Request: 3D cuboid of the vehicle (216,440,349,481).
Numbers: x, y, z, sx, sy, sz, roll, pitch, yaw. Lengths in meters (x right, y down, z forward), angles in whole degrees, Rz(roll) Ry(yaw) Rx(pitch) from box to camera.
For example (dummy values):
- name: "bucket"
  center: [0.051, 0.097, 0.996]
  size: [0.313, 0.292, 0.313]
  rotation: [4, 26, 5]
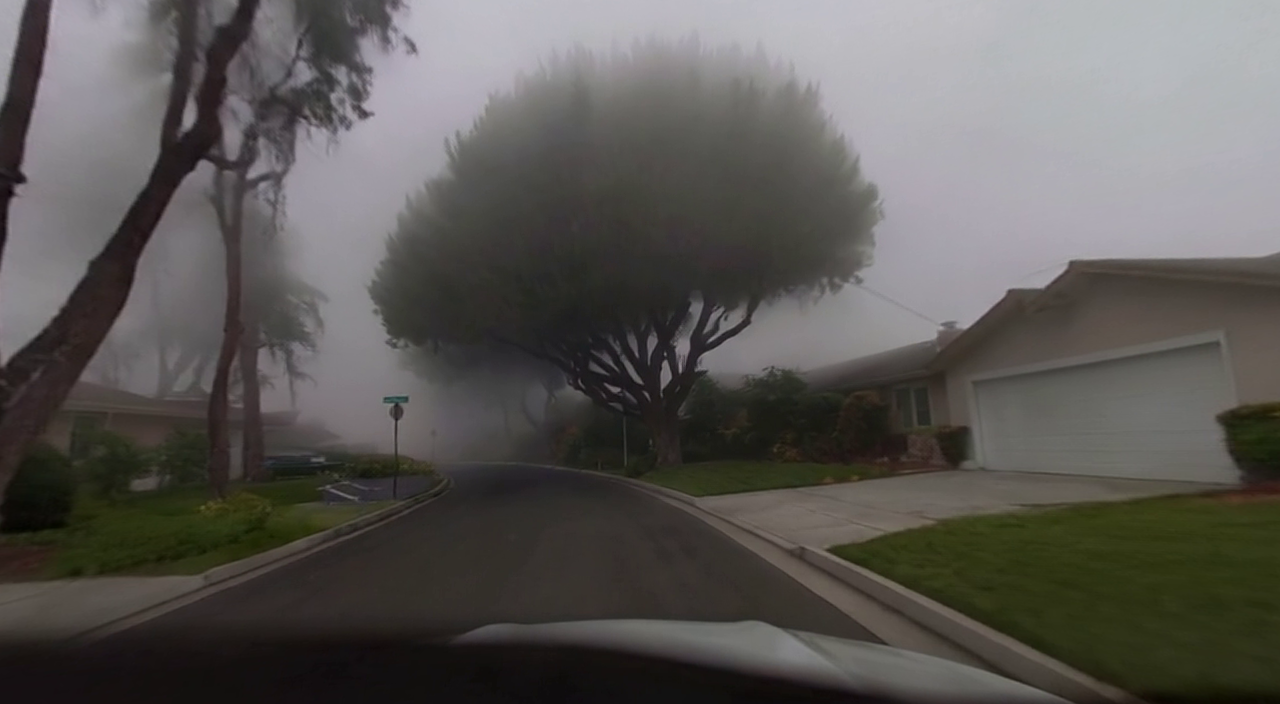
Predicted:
- name: "vehicle"
  center: [-15.151, 4.599, 26.934]
  size: [4.471, 1.638, 1.877]
  rotation: [1, -8, -10]
